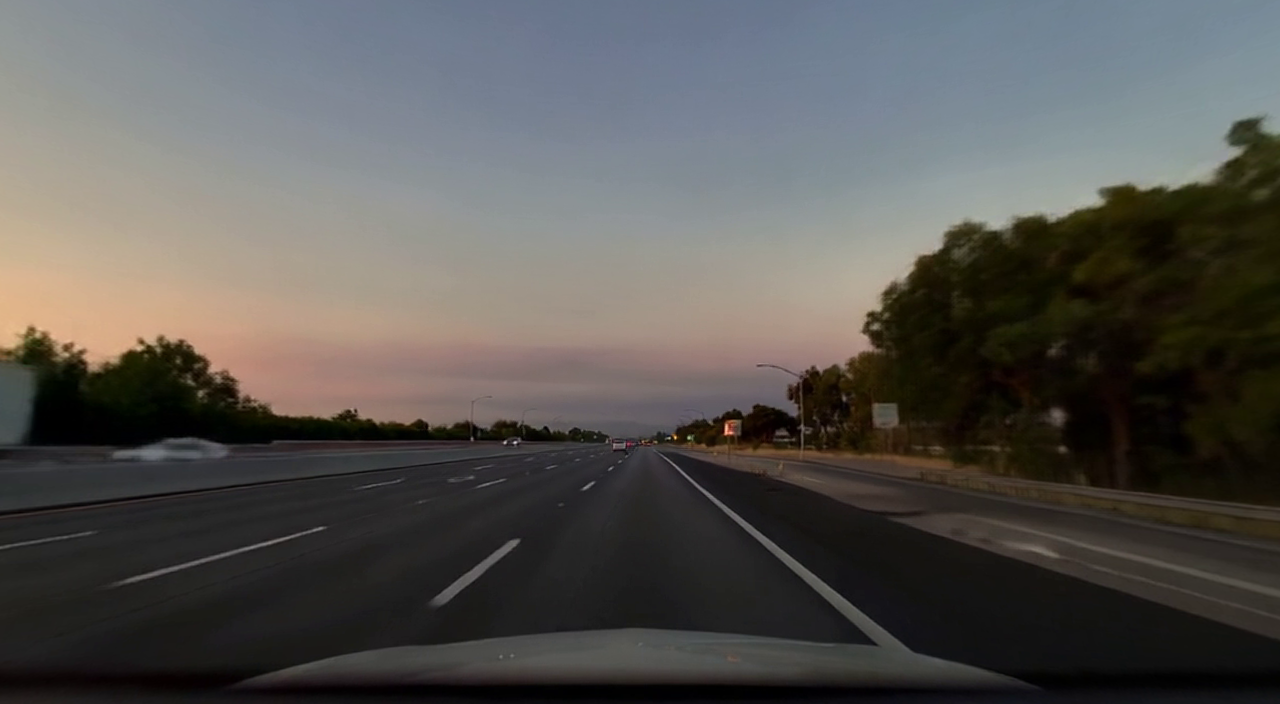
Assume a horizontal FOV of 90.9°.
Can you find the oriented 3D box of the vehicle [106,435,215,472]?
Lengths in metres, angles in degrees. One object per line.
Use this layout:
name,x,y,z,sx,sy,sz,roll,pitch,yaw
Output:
vehicle,-19.924,4.218,26.407,1.576,1.420,3.686,0,-9,1
